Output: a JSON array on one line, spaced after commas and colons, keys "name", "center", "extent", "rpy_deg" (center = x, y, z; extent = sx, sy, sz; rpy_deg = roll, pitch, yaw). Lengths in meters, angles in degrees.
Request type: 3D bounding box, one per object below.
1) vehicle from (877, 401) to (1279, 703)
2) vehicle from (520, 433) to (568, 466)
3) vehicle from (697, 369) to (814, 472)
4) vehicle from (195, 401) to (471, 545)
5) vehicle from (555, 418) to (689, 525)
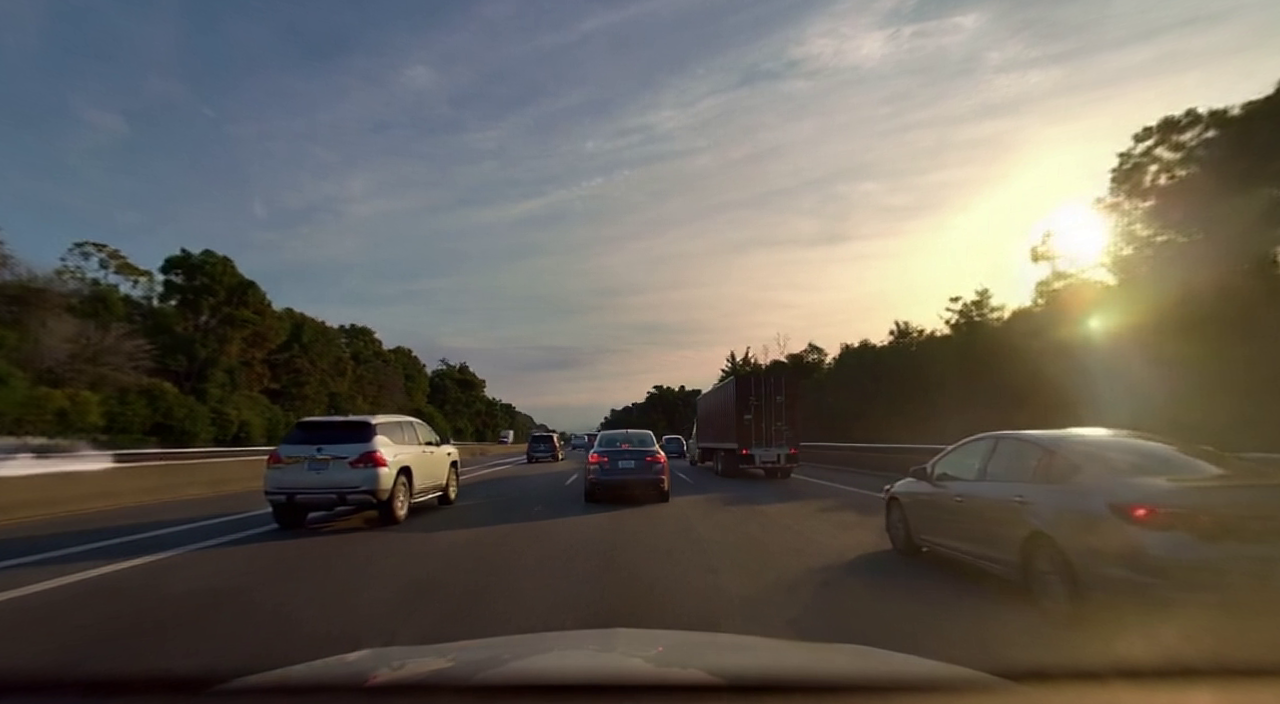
[{"name": "vehicle", "center": [3.568, 1.230, 4.769], "extent": [1.951, 1.477, 3.963], "rpy_deg": [0, -8, -1]}, {"name": "vehicle", "center": [-5.082, 5.197, 33.909], "extent": [1.971, 1.648, 3.983], "rpy_deg": [0, -8, -1]}, {"name": "vehicle", "center": [5.282, 3.705, 32.366], "extent": [2.888, 4.135, 14.071], "rpy_deg": [0, -8, -2]}, {"name": "vehicle", "center": [-4.426, 1.819, 10.180], "extent": [2.101, 1.767, 4.702], "rpy_deg": [0, -8, -1]}, {"name": "vehicle", "center": [-0.324, 2.125, 11.791], "extent": [2.083, 1.647, 3.799], "rpy_deg": [0, -8, -2]}]
